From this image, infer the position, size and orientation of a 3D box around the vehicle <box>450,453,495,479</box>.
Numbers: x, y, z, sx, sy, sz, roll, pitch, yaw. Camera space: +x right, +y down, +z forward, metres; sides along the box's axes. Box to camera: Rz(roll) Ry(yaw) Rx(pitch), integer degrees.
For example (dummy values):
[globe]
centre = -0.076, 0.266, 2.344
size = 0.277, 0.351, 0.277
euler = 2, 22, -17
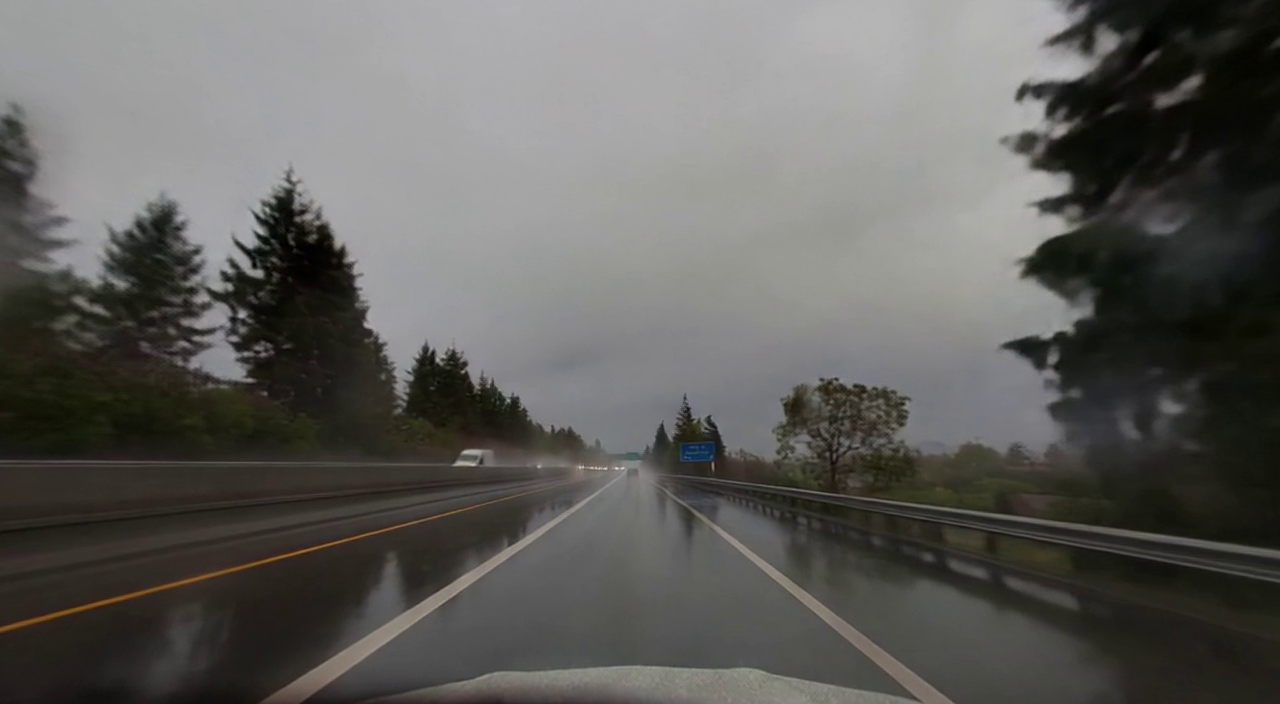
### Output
[vehicle]
centre = -12.923, 8.837, 48.835
size = 2.148, 1.890, 4.919
euler = 1, -10, -1
